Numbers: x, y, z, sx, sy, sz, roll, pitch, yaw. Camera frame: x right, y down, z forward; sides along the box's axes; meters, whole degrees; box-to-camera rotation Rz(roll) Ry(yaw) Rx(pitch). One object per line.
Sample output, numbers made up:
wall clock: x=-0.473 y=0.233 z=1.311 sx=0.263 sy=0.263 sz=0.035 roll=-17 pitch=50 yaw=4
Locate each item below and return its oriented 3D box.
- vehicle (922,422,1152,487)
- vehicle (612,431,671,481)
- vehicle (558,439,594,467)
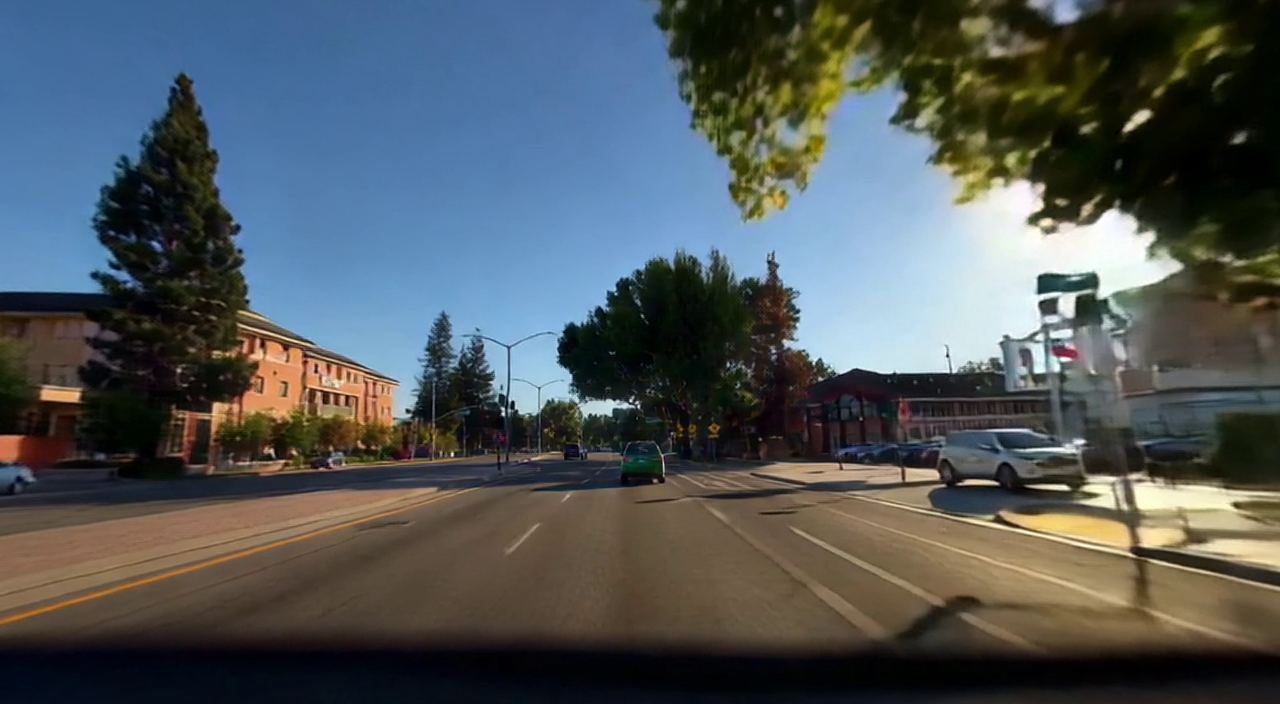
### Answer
vehicle: x=11.911 y=3.112 z=19.297 sx=5.506 sy=1.850 sz=2.156 roll=0 pitch=-9 yaw=0
vehicle: x=0.001 y=4.432 z=27.070 sx=2.273 sy=1.909 sz=5.075 roll=0 pitch=-9 yaw=-1
vehicle: x=-4.525 y=7.273 z=45.590 sx=2.202 sy=1.856 sz=4.516 roll=0 pitch=-9 yaw=-1
